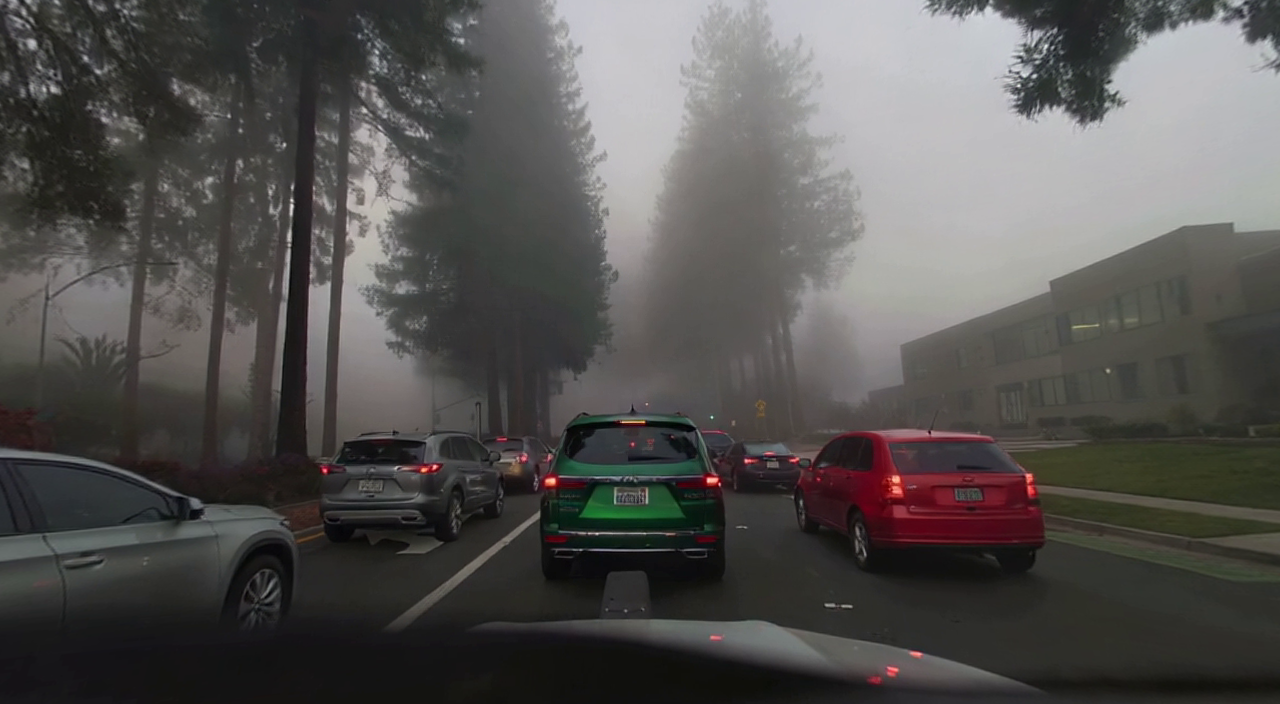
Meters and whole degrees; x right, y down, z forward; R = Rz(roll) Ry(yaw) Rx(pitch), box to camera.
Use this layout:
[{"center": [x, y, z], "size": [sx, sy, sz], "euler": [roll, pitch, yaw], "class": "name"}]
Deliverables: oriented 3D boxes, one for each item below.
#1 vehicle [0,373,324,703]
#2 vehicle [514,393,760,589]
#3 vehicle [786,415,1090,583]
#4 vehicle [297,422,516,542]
[{"center": [-3.781, 0.999, 3.302], "size": [1.929, 1.641, 4.193], "euler": [0, -8, 2], "class": "vehicle"}, {"center": [-0.008, 1.545, 7.732], "size": [2.193, 1.744, 4.033], "euler": [0, -8, 1], "class": "vehicle"}, {"center": [3.262, 1.668, 7.864], "size": [1.922, 1.579, 3.642], "euler": [0, -8, -1], "class": "vehicle"}, {"center": [-3.655, 2.119, 10.919], "size": [2.042, 1.641, 4.314], "euler": [0, -8, 1], "class": "vehicle"}]
